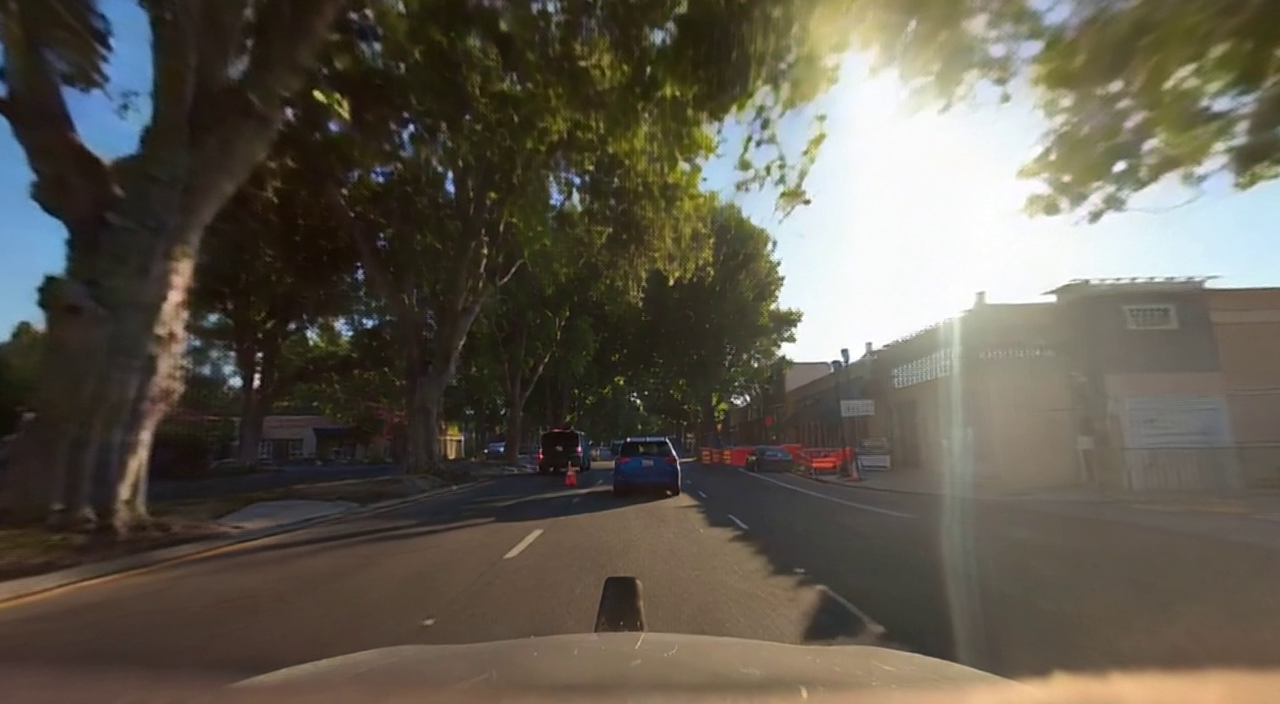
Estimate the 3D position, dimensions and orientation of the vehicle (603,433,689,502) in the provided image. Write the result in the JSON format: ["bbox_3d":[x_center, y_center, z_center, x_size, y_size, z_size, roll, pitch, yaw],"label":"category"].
[{"bbox_3d":[0.101,3.246,18.127,2.168,1.725,4.192,0,-9,-1],"label":"vehicle"}]

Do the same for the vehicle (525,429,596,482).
[{"bbox_3d":[-3.369,4.552,28.022,2.357,2.063,5.488,0,-9,1],"label":"vehicle"}]

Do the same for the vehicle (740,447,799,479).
[{"bbox_3d":[6.706,5.794,33.186,2.076,1.535,4.460,1,-9,-1],"label":"vehicle"}]
